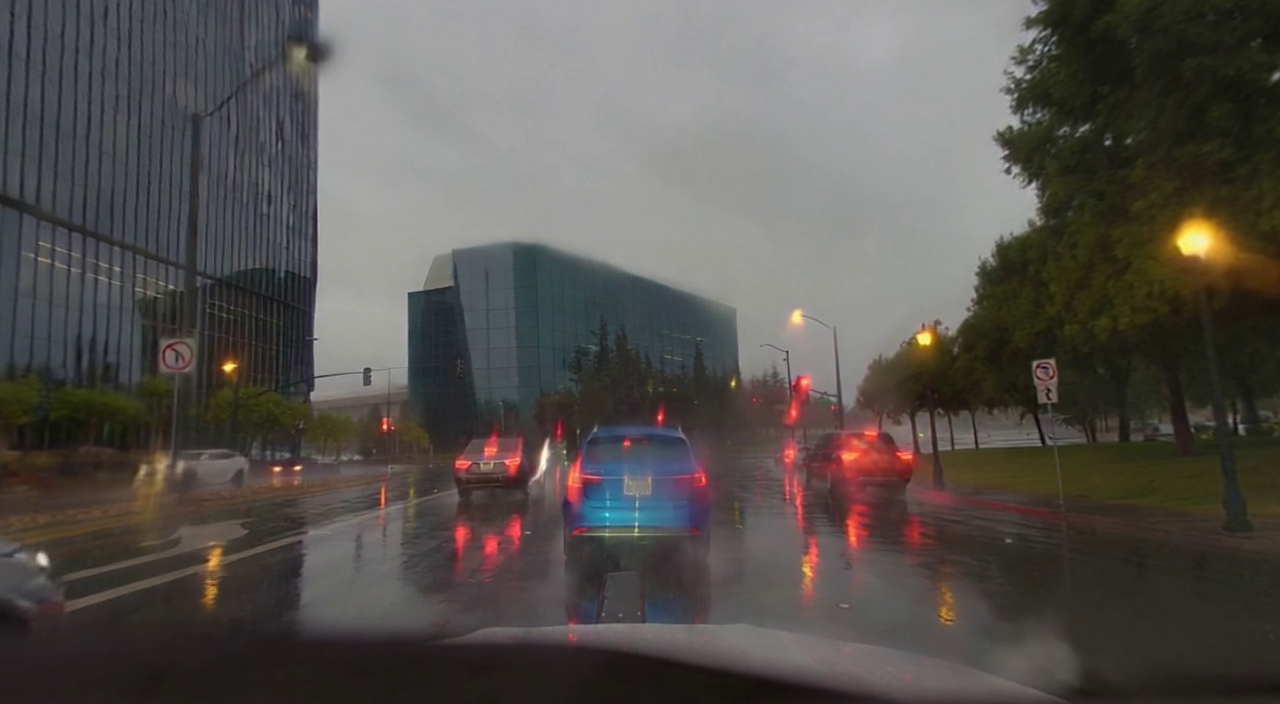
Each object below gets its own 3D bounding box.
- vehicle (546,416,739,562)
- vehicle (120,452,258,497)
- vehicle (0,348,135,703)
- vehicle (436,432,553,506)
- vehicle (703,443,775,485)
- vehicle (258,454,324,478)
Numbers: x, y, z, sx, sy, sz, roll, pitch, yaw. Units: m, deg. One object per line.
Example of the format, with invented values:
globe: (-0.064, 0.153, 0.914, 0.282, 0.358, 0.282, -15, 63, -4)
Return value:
vehicle: (0.013, 1.885, 9.408, 2.207, 1.659, 4.155, 0, -8, 0)
vehicle: (-16.516, 4.487, 23.485, 1.826, 1.422, 4.490, 0, -8, 0)
vehicle: (-3.615, 0.602, 0.934, 2.083, 1.691, 4.398, 0, -8, 0)
vehicle: (-3.620, 2.989, 16.581, 2.068, 1.678, 4.199, 0, -8, 0)
vehicle: (3.709, 4.258, 24.459, 2.082, 1.445, 4.426, 0, -8, 0)
vehicle: (-23.092, 7.542, 42.045, 1.830, 1.454, 4.451, 0, -8, 0)
